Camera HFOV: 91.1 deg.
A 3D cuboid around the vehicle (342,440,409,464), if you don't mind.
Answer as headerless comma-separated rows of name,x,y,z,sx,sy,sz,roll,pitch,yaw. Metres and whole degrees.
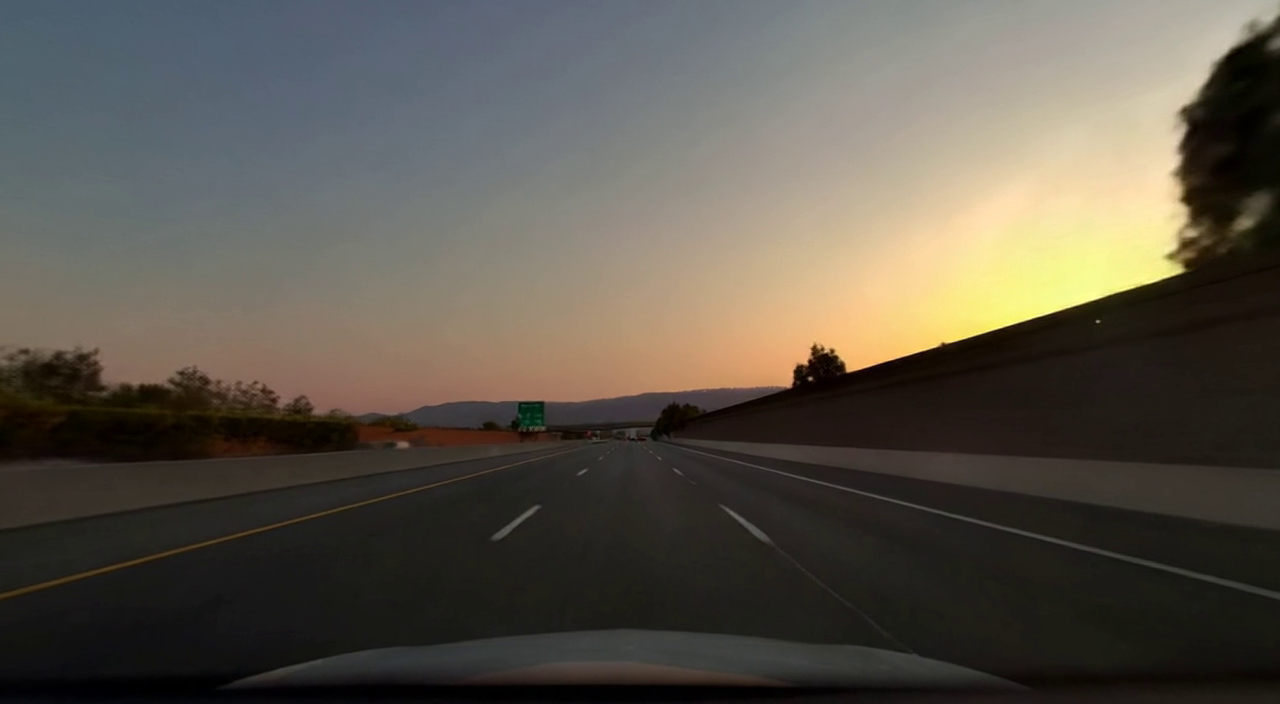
vehicle,-18.728,7.069,44.815,2.404,1.548,5.453,0,-8,0
